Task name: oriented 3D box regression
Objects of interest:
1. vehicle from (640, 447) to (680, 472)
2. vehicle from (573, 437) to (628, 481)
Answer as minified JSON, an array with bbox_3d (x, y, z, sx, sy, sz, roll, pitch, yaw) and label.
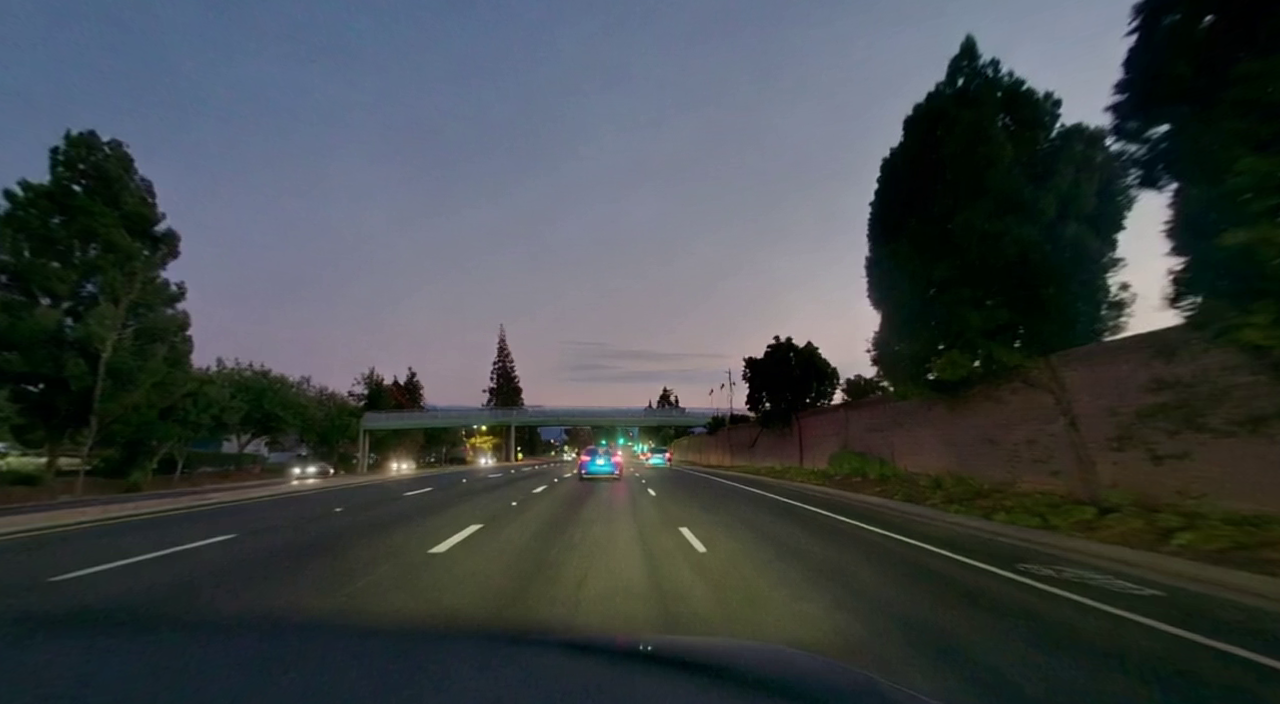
[{"bbox_3d":[1.254,7.012,41.441,2.205,1.509,4.272,0,-9,-3],"label":"vehicle"},{"bbox_3d":[-1.693,4.647,27.770,2.223,1.771,4.581,0,-9,-2],"label":"vehicle"}]
